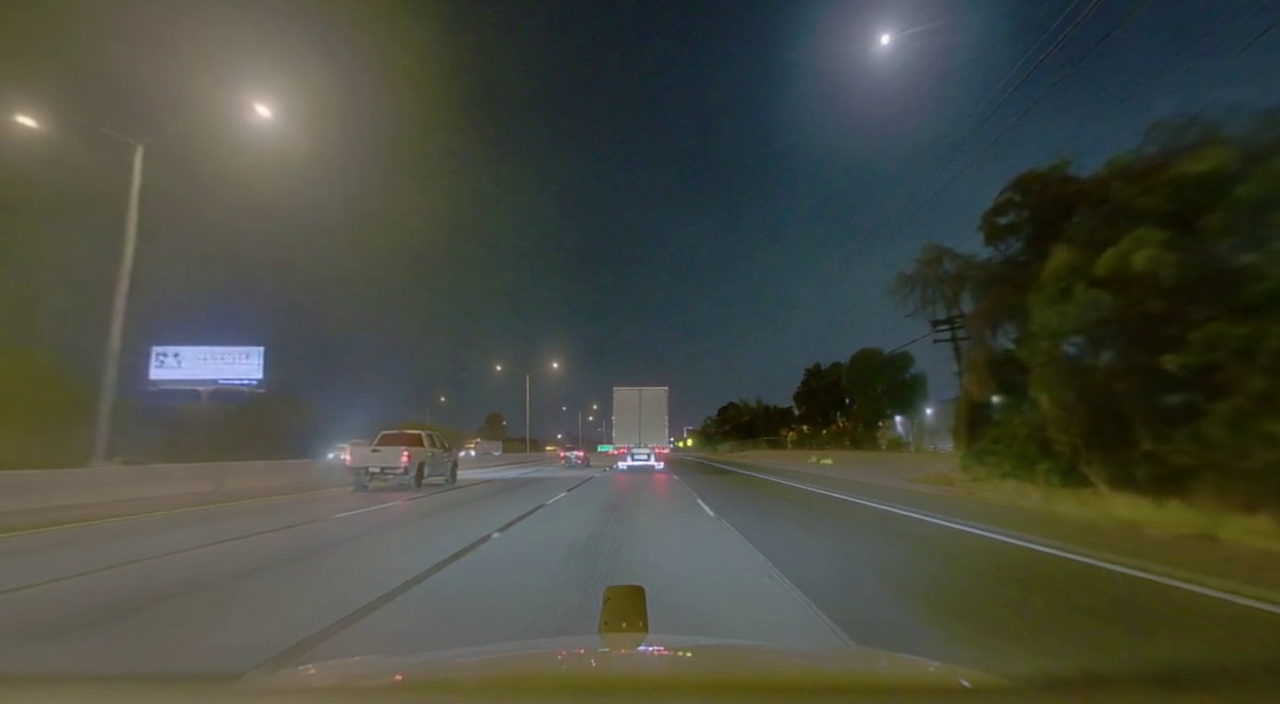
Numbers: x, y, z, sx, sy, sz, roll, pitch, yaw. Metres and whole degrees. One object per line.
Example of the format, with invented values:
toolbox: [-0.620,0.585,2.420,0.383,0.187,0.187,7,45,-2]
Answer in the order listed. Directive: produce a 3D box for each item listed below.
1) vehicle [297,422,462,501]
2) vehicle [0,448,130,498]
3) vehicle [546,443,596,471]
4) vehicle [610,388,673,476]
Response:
vehicle: [-7.289,3.127,18.574,2.263,1.936,5.802,0,-8,2]
vehicle: [-18.869,3.830,20.378,1.555,1.411,3.783,0,-8,1]
vehicle: [-3.776,5.857,35.391,2.138,1.469,4.677,-1,-8,2]
vehicle: [0.159,4.473,34.698,2.879,4.027,11.243,0,-8,1]
